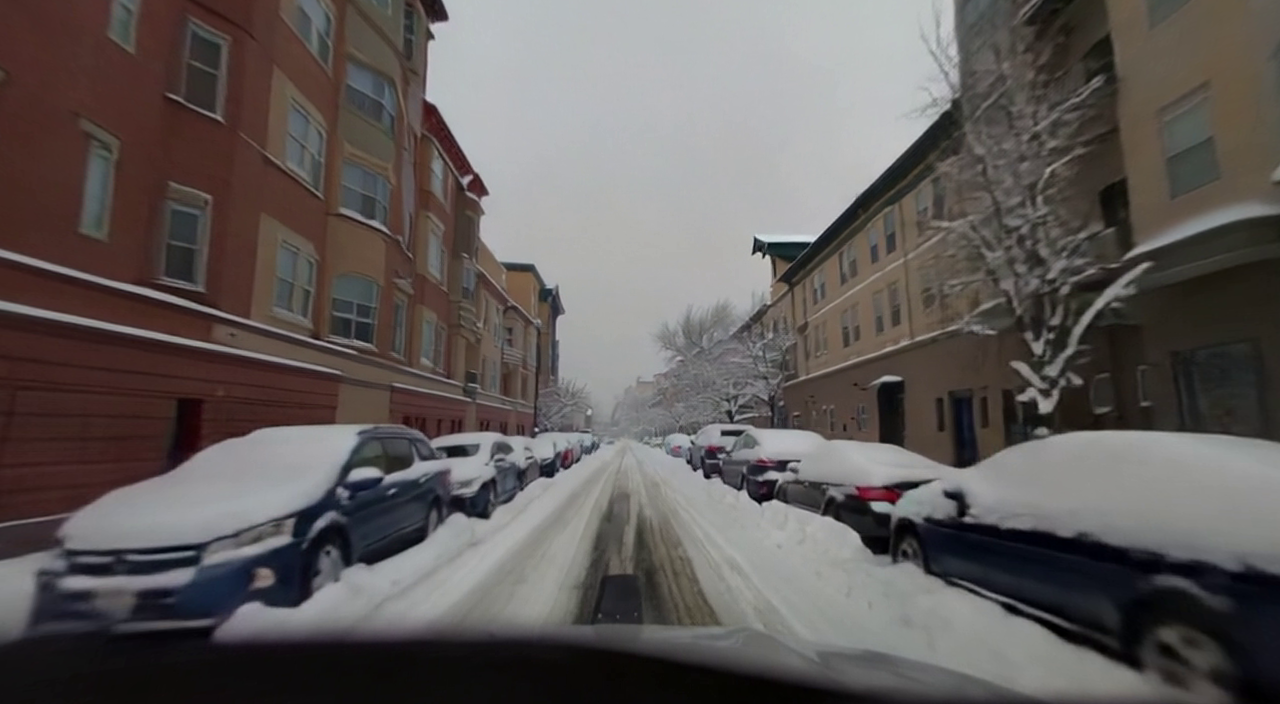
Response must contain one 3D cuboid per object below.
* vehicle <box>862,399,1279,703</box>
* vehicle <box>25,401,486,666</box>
[{"bbox_3d":[3.348,1.259,4.155,1.968,1.595,4.543,3,-8,-3],"label":"vehicle"},{"bbox_3d":[-3.197,1.515,6.619,2.081,1.679,4.506,-3,-7,-1],"label":"vehicle"}]
